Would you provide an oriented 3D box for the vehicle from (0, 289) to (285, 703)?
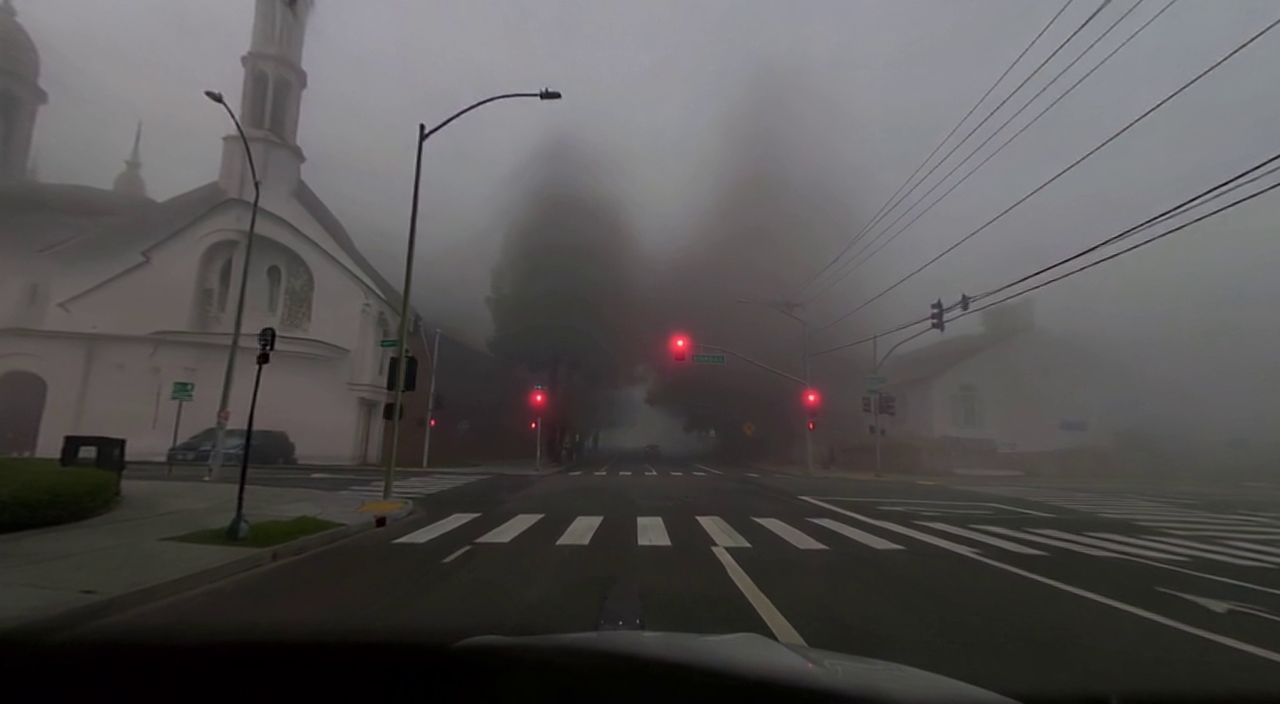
[{"bbox_3d":[-3.285,0.495,0.421,2.271,1.885,6.346,0,-9,2],"label":"vehicle"}]
